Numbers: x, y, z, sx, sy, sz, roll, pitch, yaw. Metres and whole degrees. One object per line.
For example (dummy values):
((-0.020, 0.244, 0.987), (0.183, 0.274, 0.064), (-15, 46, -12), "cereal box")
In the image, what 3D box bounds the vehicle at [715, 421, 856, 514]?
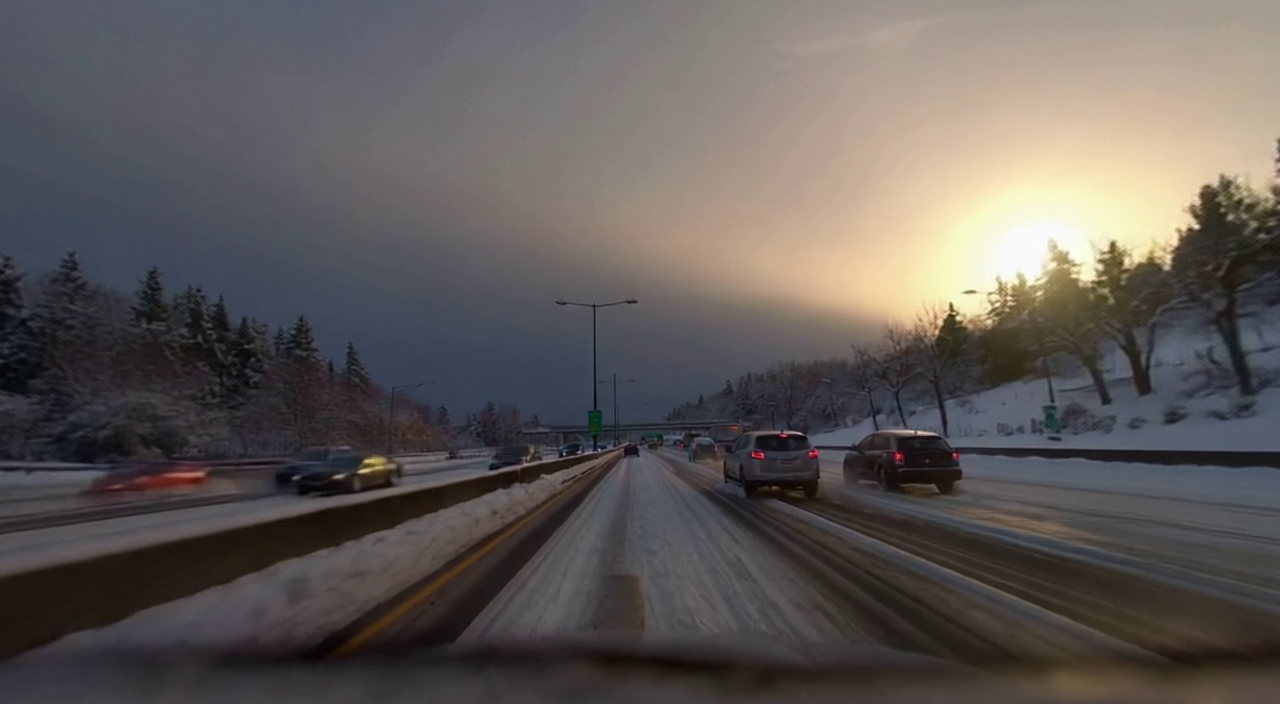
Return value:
((2.962, 2.474, 13.950), (2.059, 1.711, 4.302), (0, -9, -1), "vehicle")

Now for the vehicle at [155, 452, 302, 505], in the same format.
((-13.256, 4.064, 20.709), (2.186, 1.521, 3.866), (0, -9, 0), "vehicle")

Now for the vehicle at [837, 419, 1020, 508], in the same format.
((6.656, 2.645, 15.385), (2.040, 1.801, 4.959), (0, -9, -1), "vehicle")

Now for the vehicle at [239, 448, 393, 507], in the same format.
((-9.344, 3.624, 18.768), (2.076, 1.492, 4.669), (0, -9, 0), "vehicle")

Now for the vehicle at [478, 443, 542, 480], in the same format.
((-5.762, 4.890, 28.530), (1.948, 1.554, 4.122), (0, -9, 1), "vehicle")

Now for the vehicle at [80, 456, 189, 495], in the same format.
((-24.596, 5.987, 30.953), (1.869, 1.649, 4.303), (0, -9, -3), "vehicle")
